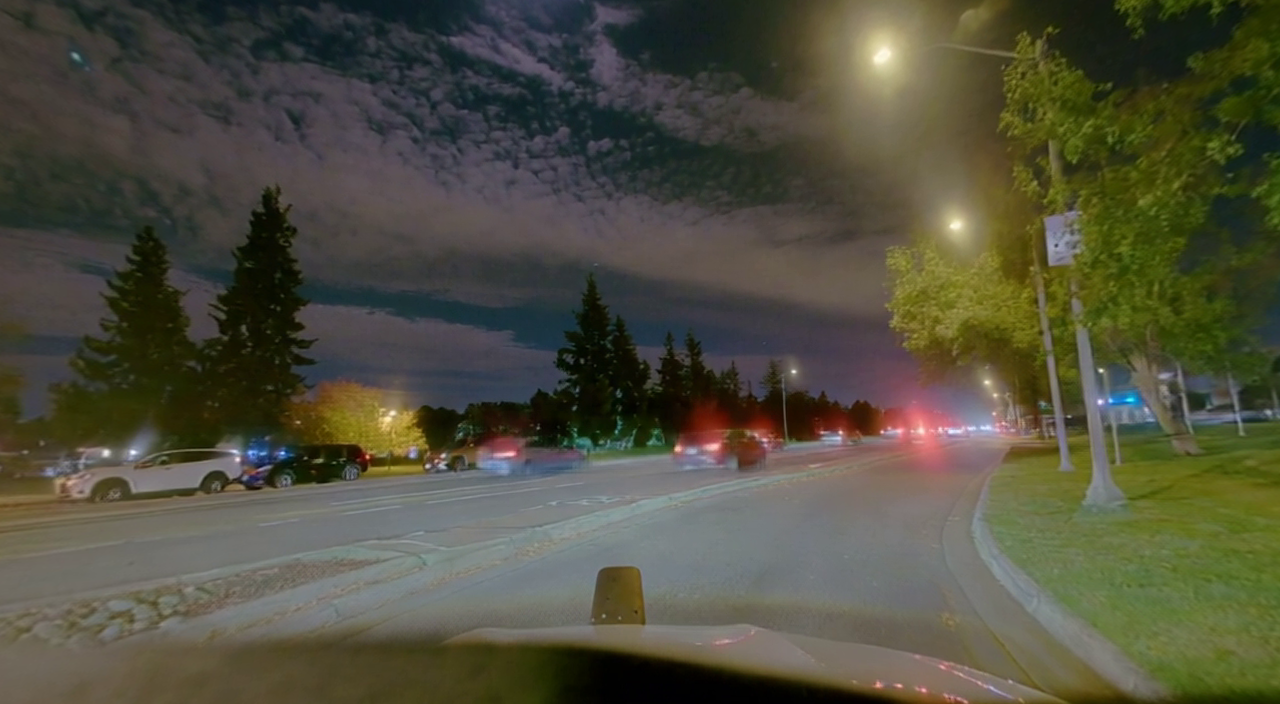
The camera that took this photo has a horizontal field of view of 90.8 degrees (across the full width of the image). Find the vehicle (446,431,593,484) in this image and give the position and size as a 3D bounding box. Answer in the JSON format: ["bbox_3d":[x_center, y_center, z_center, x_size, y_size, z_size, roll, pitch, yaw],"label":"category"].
[{"bbox_3d":[-4.196,3.753,22.778,2.183,1.651,4.928,-8,-11,38],"label":"vehicle"}]

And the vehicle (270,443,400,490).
[{"bbox_3d":[-12.396,4.607,25.918,1.904,1.719,4.326,-6,-10,37],"label":"vehicle"}]

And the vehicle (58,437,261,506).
[{"bbox_3d":[-15.847,3.891,21.146,2.294,2.000,4.788,-7,-10,33],"label":"vehicle"}]

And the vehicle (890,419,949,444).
[{"bbox_3d":[20.249,5.771,45.640,2.201,1.574,5.060,-11,-13,42],"label":"vehicle"}]

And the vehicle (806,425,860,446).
[{"bbox_3d":[15.035,6.497,49.047,2.146,1.555,4.810,-8,-11,41],"label":"vehicle"}]

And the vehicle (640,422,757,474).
[{"bbox_3d":[2.463,3.782,25.303,1.954,1.639,5.229,-9,-8,39],"label":"vehicle"}]
